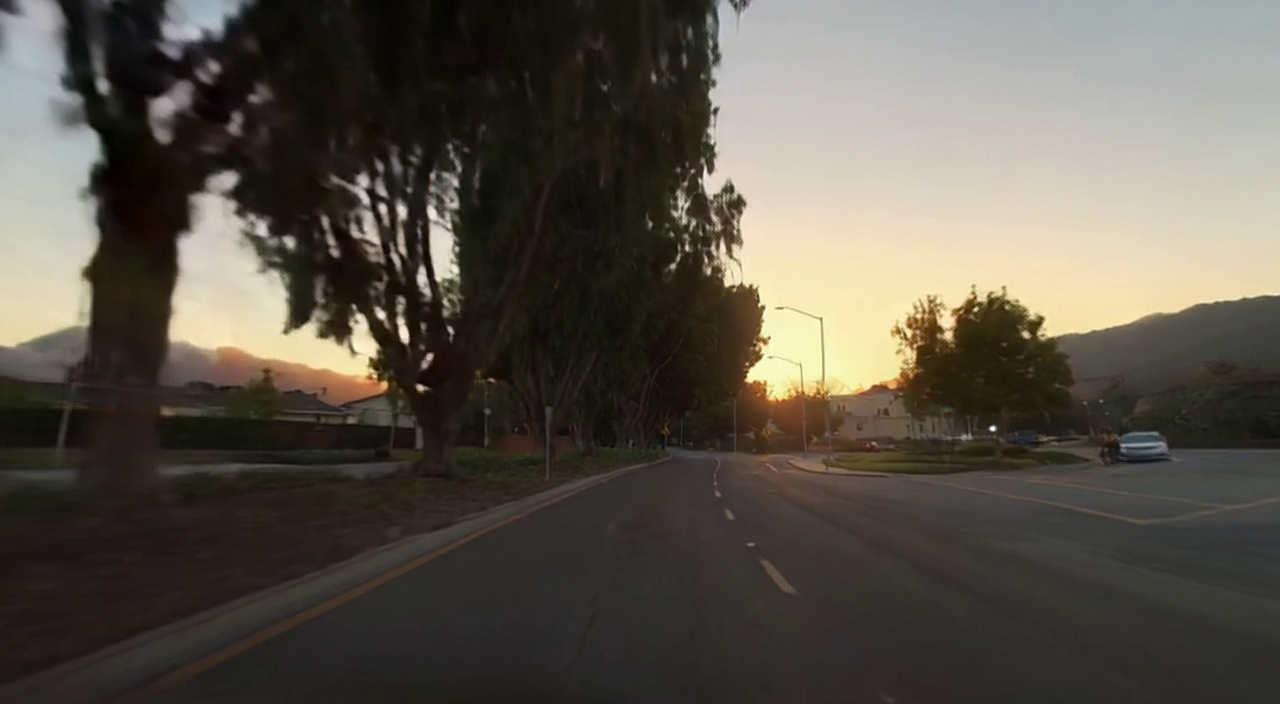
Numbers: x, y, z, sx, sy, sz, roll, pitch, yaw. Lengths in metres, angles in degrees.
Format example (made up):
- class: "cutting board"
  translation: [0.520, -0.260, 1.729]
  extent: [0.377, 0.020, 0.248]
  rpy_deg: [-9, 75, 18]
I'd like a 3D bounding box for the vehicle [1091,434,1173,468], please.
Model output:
- class: "vehicle"
  translation: [23.816, 4.776, 30.415]
  extent: [4.456, 1.489, 1.963]
  rpy_deg: [7, -11, -37]
